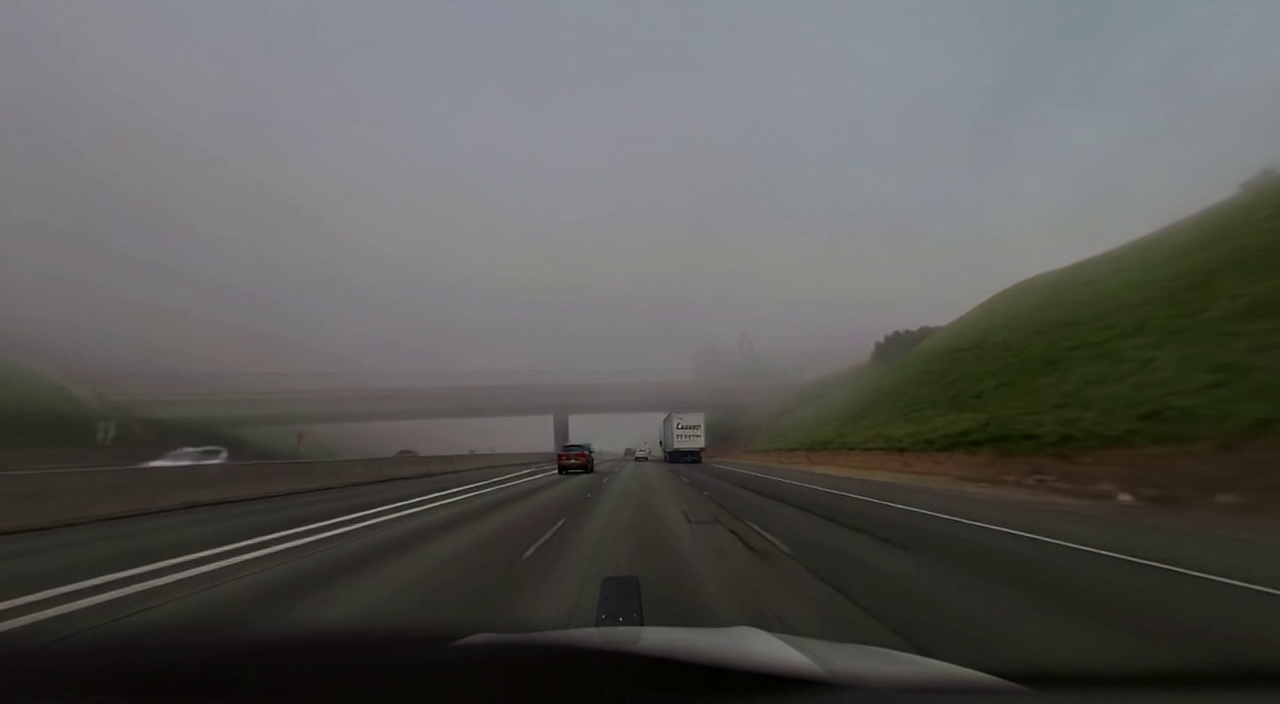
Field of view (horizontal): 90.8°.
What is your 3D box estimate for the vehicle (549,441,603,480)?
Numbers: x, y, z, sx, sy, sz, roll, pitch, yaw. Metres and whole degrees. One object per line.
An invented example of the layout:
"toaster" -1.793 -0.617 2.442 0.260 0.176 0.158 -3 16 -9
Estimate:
"vehicle" -2.925 5.084 29.717 2.052 1.654 4.303 0 -9 1
